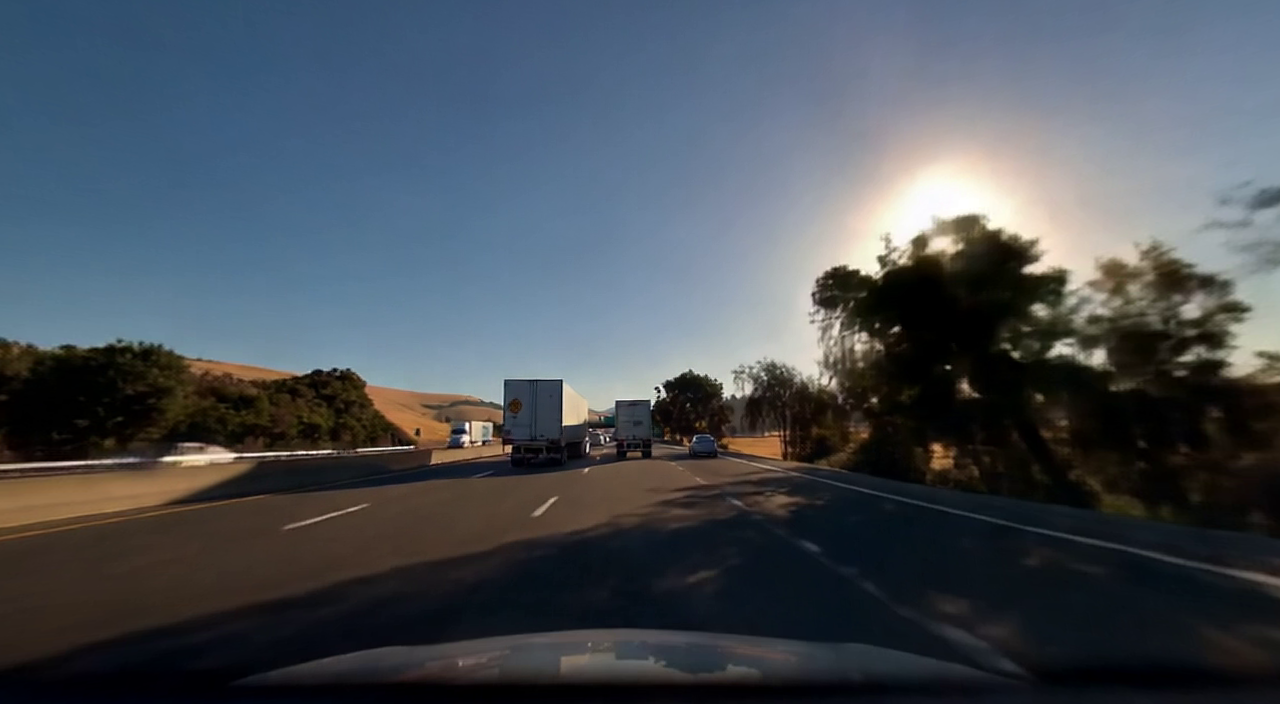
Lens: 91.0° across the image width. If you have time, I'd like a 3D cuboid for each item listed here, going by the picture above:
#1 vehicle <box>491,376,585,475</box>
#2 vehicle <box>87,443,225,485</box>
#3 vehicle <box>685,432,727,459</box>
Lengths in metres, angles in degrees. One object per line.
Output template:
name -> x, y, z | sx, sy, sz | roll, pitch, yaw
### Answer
vehicle -> -3.799, 3.004, 25.220 | 2.728, 3.405, 7.096 | 0, -8, -1
vehicle -> -19.302, 4.461, 25.454 | 1.866, 1.486, 4.795 | 0, -8, -1
vehicle -> 3.734, 5.367, 36.149 | 1.891, 1.477, 3.599 | 0, -8, -2
